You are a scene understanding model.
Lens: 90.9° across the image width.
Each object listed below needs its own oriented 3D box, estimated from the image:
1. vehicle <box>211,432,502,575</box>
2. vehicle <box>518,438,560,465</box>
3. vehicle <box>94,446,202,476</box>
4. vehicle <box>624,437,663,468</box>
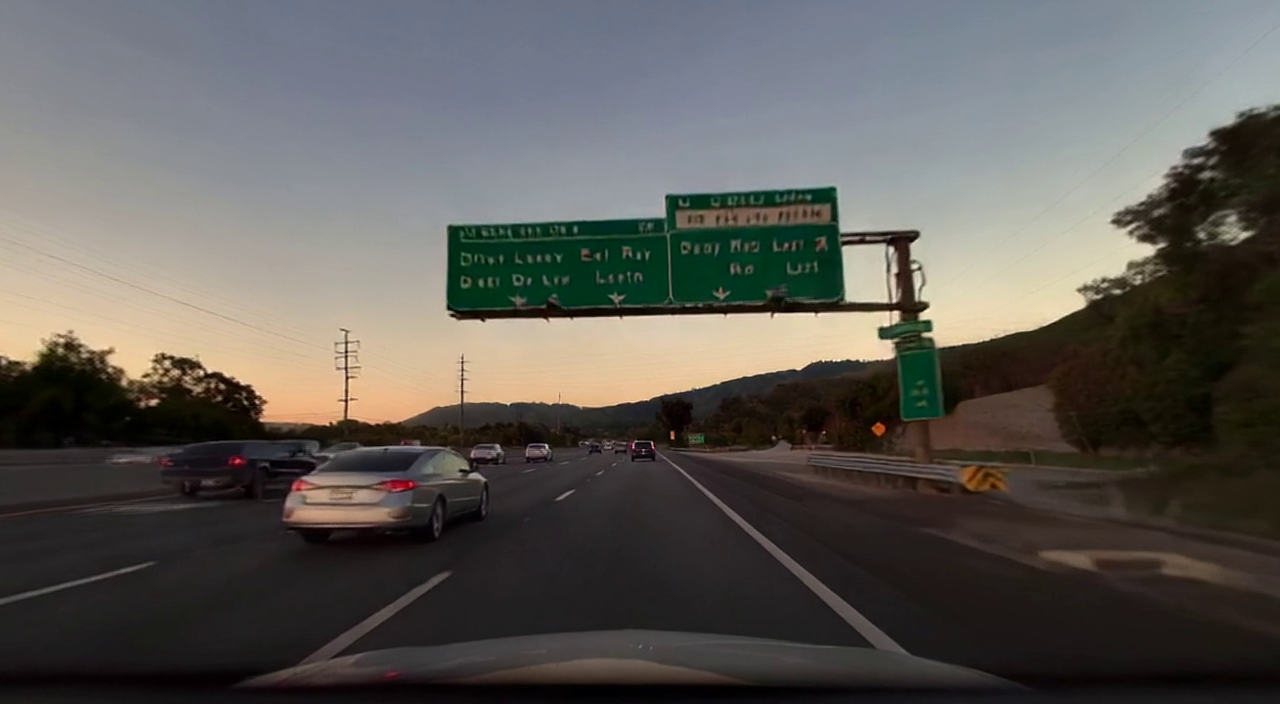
[{"bbox_3d":[-3.588,1.989,9.253,1.967,1.517,4.808,0,-8,1],"label":"vehicle"},{"bbox_3d":[-7.120,7.063,44.914,2.091,1.775,4.601,0,-8,1],"label":"vehicle"},{"bbox_3d":[-28.293,6.268,36.516,2.182,1.596,5.004,0,-8,0],"label":"vehicle"},{"bbox_3d":[0.178,6.006,37.796,2.194,1.737,4.127,0,-8,-1],"label":"vehicle"}]
